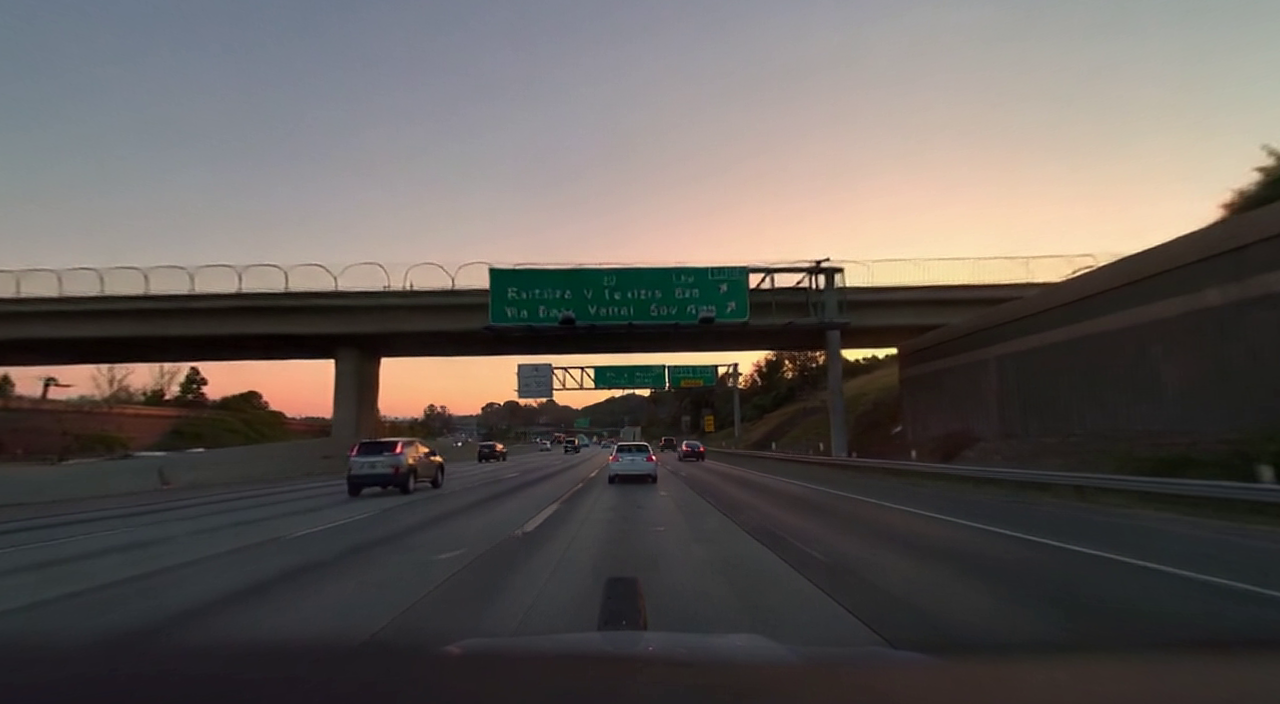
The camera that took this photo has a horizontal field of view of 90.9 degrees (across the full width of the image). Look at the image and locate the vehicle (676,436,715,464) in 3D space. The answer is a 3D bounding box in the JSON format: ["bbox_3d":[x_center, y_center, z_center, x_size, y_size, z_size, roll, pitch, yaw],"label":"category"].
[{"bbox_3d":[3.615,6.473,41.853,2.100,1.707,4.342,0,-8,-2],"label":"vehicle"}]

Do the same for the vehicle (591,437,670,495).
[{"bbox_3d":[-0.259,3.249,18.397,2.042,1.446,4.269,0,-8,0],"label":"vehicle"}]

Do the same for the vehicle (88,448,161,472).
[{"bbox_3d":[-32.673,6.832,40.083,1.606,1.402,3.428,-1,-8,2],"label":"vehicle"}]

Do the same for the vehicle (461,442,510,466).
[{"bbox_3d":[-10.518,6.971,43.366,2.019,1.510,4.992,0,-8,1],"label":"vehicle"}]

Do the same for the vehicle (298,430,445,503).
[{"bbox_3d":[-6.910,2.988,16.837,2.060,1.669,4.242,0,-8,0],"label":"vehicle"}]
